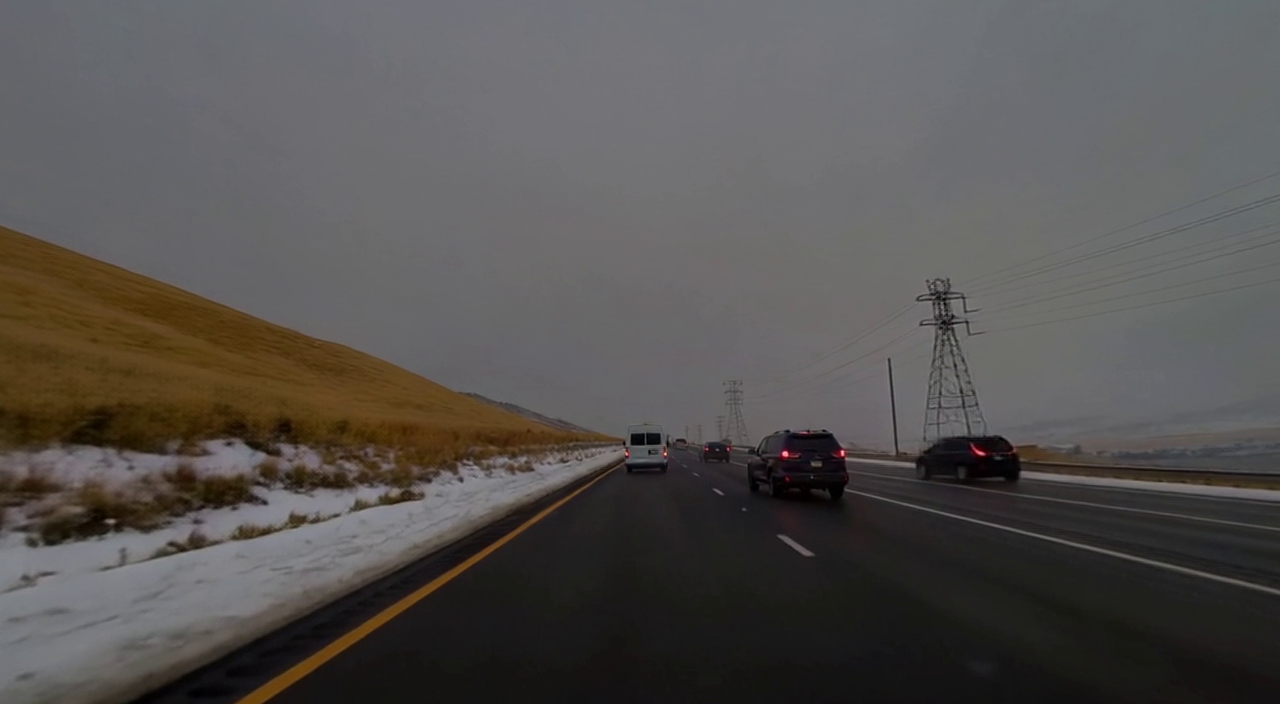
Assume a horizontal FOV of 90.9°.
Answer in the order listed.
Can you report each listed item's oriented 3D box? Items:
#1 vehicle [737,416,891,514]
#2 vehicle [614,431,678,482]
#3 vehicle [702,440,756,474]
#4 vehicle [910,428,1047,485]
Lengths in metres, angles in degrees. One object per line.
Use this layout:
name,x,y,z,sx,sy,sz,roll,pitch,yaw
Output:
vehicle,3.617,2.450,14.111,2.139,1.821,4.480,0,-8,0
vehicle,0.259,4.029,24.628,2.268,1.772,4.523,0,-8,1
vehicle,4.099,4.919,29.834,1.938,1.466,4.356,0,-8,0
vehicle,11.091,3.453,21.157,2.087,1.681,4.589,0,-8,1
